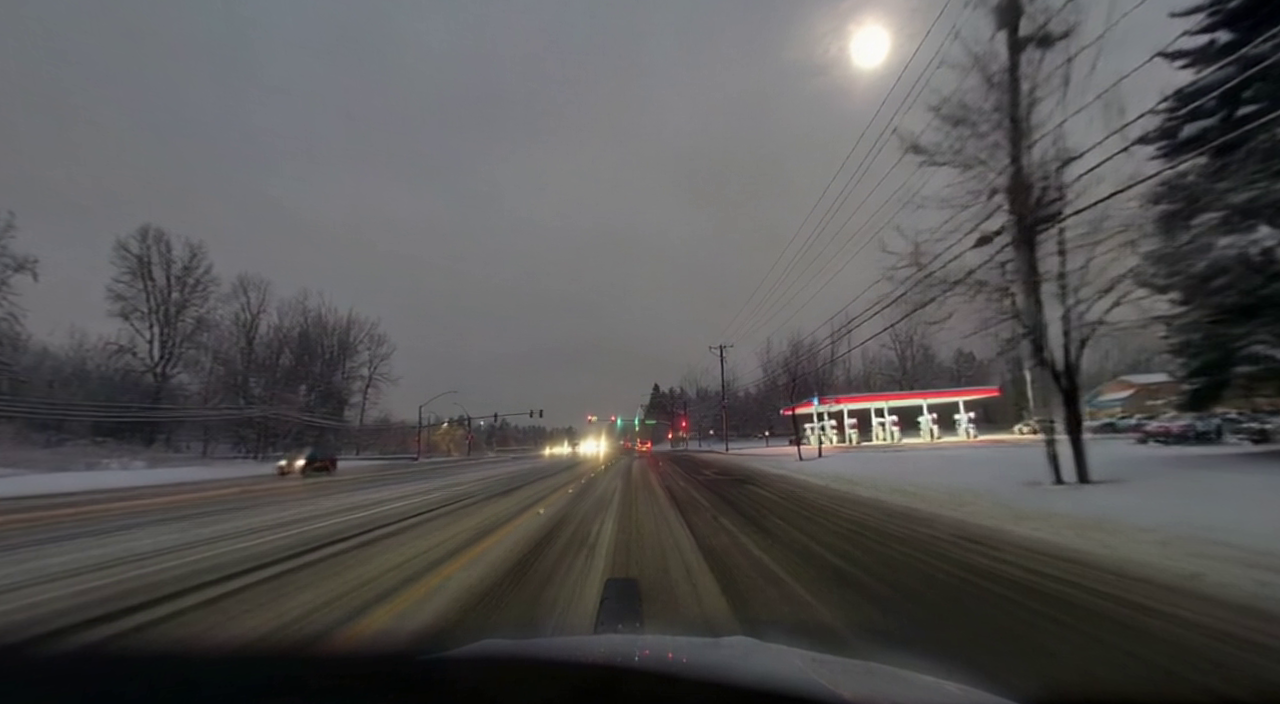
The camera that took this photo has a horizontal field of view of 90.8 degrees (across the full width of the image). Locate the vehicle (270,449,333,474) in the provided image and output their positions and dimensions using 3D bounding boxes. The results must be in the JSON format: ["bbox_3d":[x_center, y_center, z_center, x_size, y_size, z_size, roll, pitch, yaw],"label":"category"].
[{"bbox_3d":[-24.886,8.066,46.654,2.210,1.716,4.539,0,-8,-1],"label":"vehicle"}]
